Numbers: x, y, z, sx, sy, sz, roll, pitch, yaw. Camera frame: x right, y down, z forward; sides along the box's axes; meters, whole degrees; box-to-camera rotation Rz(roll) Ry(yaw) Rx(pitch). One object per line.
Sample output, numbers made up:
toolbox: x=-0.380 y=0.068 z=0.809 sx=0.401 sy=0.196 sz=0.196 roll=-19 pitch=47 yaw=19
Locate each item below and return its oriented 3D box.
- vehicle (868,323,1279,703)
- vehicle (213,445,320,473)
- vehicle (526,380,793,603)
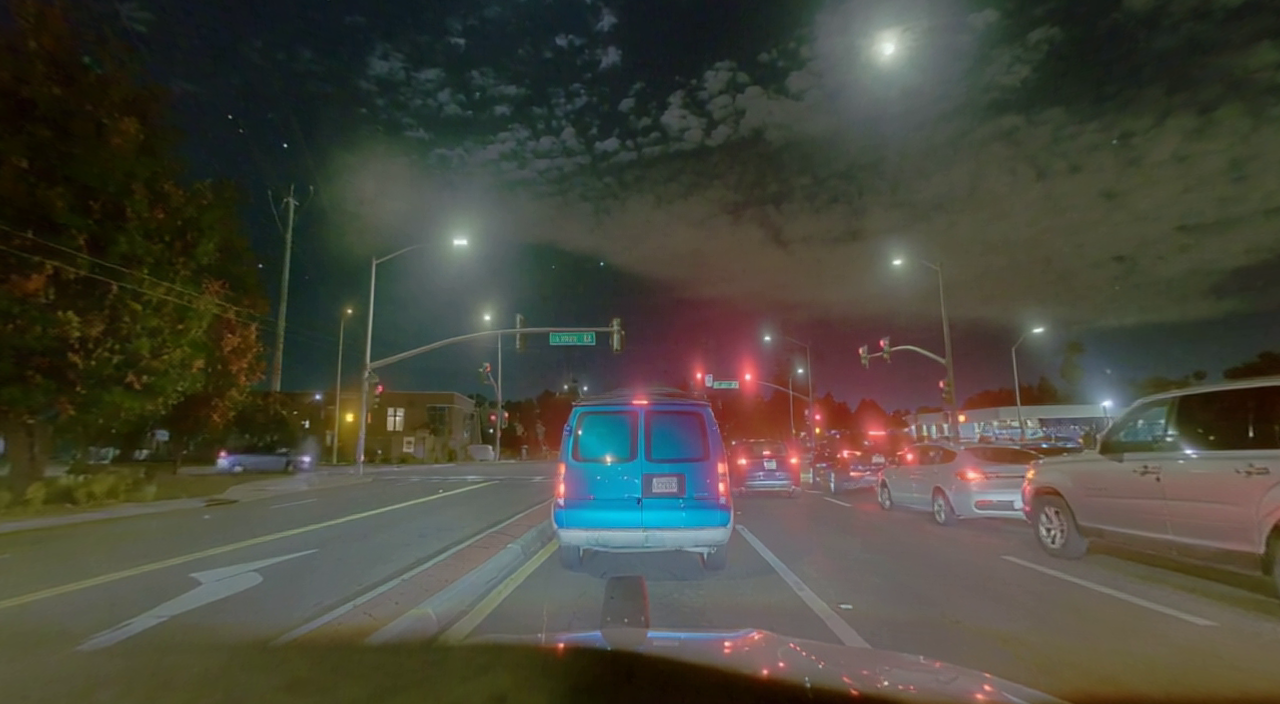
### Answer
vehicle: x=2.895 y=0.951 z=3.179 sx=1.971 sy=1.663 sz=4.287 roll=0 pitch=-8 yaw=2
vehicle: x=-20.910 y=5.991 z=35.430 sx=4.664 sy=1.449 sz=1.992 roll=1 pitch=-8 yaw=-6
vehicle: x=0.172 y=1.468 z=7.451 sx=2.185 sy=1.822 sz=4.391 roll=0 pitch=-8 yaw=0
